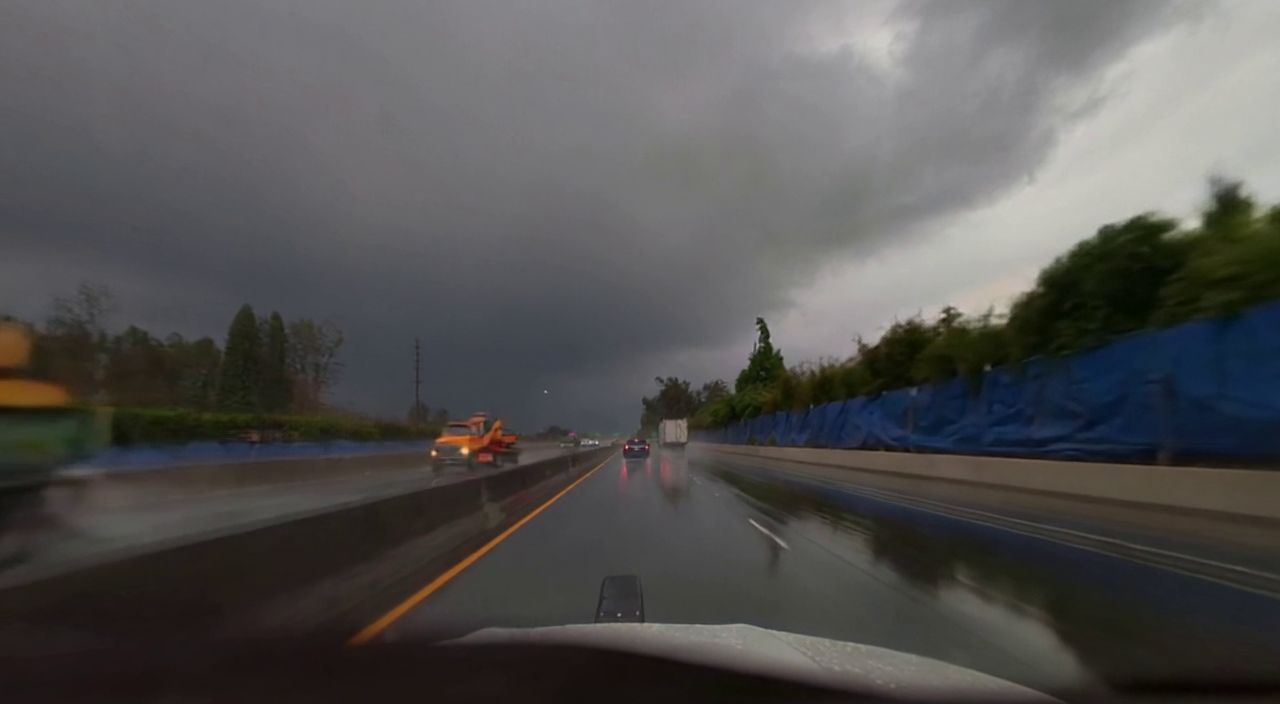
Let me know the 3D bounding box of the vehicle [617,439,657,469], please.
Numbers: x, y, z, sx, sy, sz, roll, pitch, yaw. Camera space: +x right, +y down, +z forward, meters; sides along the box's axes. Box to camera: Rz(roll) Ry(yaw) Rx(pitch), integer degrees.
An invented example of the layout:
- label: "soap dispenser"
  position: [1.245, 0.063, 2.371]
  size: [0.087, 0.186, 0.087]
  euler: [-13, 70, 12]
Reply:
- label: "vehicle"
  position: [-0.147, 5.314, 32.976]
  size: [2.004, 1.472, 4.075]
  euler: [0, -8, 0]

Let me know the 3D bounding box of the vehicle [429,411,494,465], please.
- label: "vehicle"
  position: [-12.804, 6.274, 45.492]
  size: [2.949, 3.613, 5.682]
  euler: [0, -9, 0]
